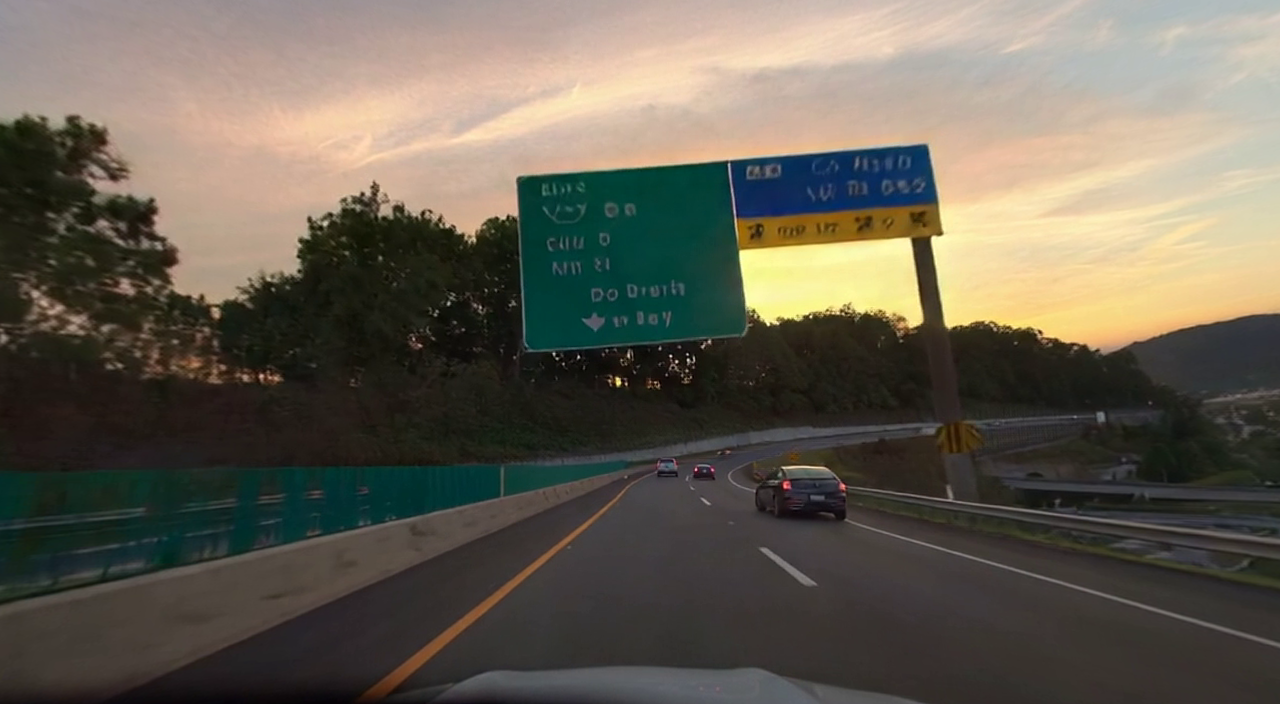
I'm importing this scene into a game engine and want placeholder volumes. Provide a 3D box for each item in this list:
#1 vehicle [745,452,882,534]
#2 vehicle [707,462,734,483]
[{"bbox_3d":[3.818,3.207,14.713,2.023,1.593,4.105,1,-10,0],"label":"vehicle"},{"bbox_3d":[6.303,9.408,49.184,2.018,1.533,3.724,-1,-10,8],"label":"vehicle"}]
